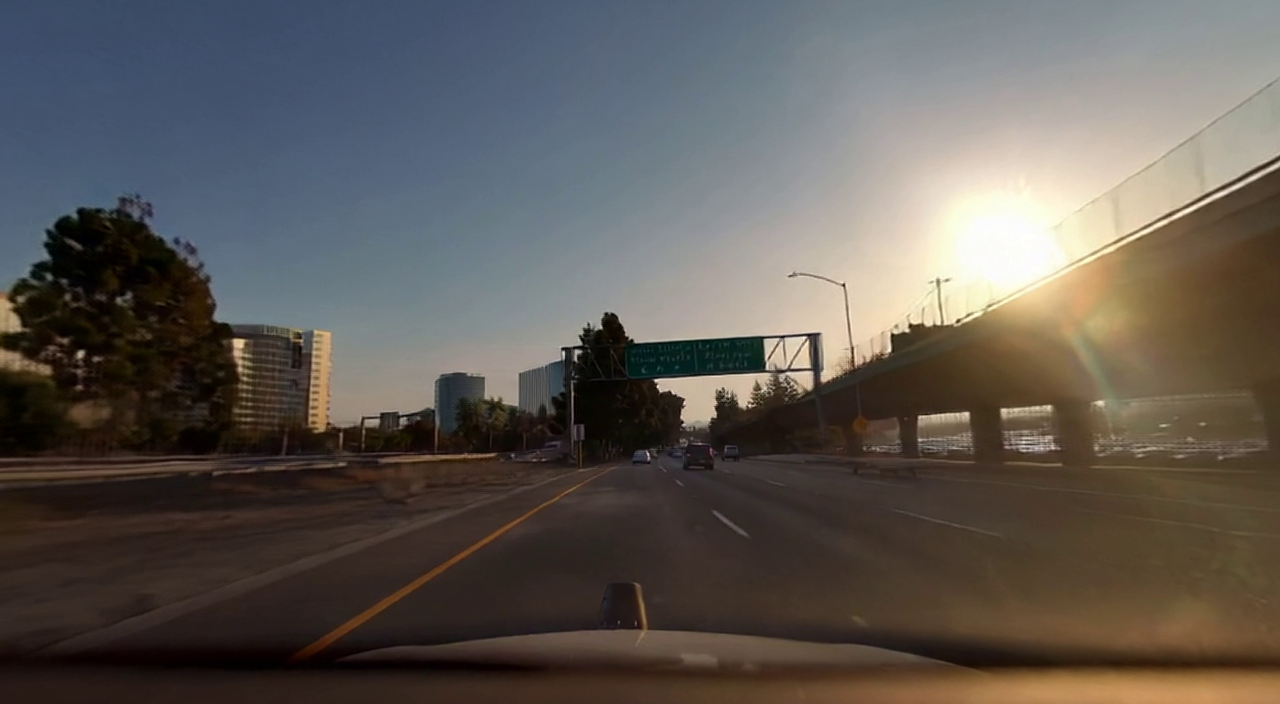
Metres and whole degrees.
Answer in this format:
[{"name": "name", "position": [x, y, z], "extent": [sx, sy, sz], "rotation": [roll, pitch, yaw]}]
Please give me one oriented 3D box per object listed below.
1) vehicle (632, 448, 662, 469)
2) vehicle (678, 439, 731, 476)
[{"name": "vehicle", "position": [0.538, 7.759, 46.217], "extent": [2.046, 1.475, 3.784], "rotation": [0, -9, 1]}, {"name": "vehicle", "position": [3.349, 5.569, 33.591], "extent": [2.226, 1.779, 4.835], "rotation": [0, -9, -1]}]
